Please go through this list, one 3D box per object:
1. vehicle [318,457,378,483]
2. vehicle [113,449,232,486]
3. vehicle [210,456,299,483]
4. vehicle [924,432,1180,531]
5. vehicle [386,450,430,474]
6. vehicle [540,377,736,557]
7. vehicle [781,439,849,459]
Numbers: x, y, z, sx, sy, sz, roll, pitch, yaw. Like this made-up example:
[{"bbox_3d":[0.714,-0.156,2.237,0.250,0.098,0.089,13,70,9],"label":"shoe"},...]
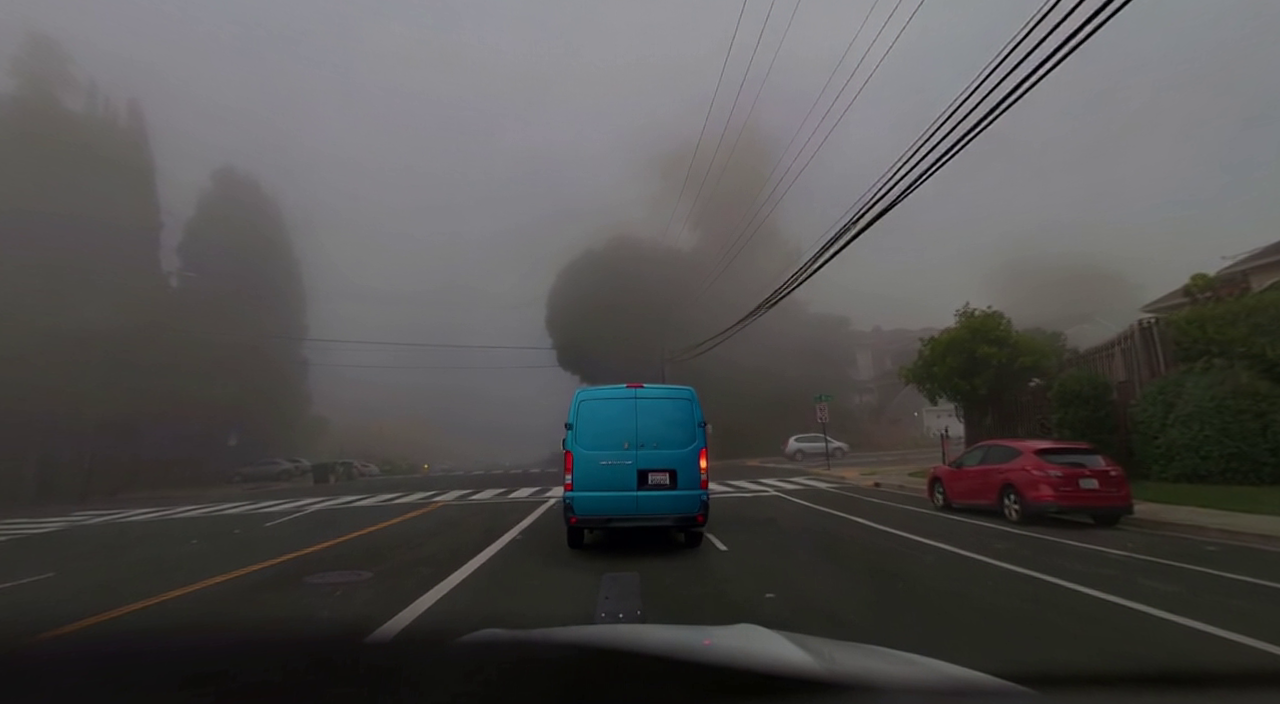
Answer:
[{"bbox_3d":[-18.342,7.433,39.903,1.816,1.445,4.120,0,-9,1],"label":"vehicle"},{"bbox_3d":[-26.855,6.624,36.449,5.026,2.017,2.215,0,-9,-1],"label":"vehicle"},{"bbox_3d":[-27.295,8.344,44.851,4.972,1.776,2.057,0,-9,-1],"label":"vehicle"},{"bbox_3d":[7.358,2.327,11.953,1.883,1.504,4.220,0,-9,-2],"label":"vehicle"},{"bbox_3d":[-17.919,8.477,48.960,1.841,1.769,4.105,0,-9,0],"label":"vehicle"},{"bbox_3d":[-0.166,1.734,10.079,2.342,2.142,4.809,0,-9,-4],"label":"vehicle"},{"bbox_3d":[12.996,7.221,47.010,4.483,1.463,1.805,0,-9,0],"label":"vehicle"}]
